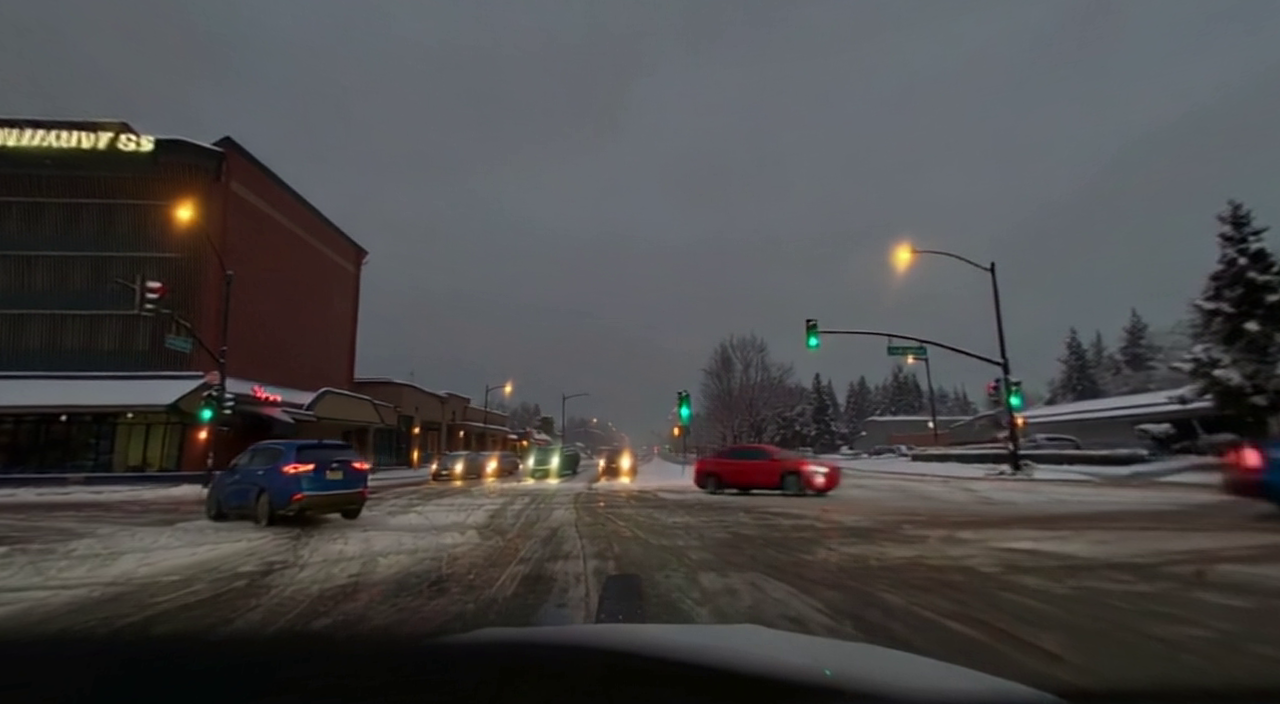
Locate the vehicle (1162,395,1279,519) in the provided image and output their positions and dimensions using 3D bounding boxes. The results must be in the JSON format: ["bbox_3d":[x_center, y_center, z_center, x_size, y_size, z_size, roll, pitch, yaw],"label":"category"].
[{"bbox_3d":[14.039,1.932,11.743,5.960,2.200,2.708,-4,-9,22],"label":"vehicle"}]

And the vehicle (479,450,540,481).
[{"bbox_3d":[-6.933,6.092,34.053,2.163,1.529,4.210,-1,-9,3],"label":"vehicle"}]

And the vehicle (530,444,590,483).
[{"bbox_3d":[-3.891,5.498,31.495,2.162,1.788,4.603,-1,-9,3],"label":"vehicle"}]

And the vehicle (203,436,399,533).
[{"bbox_3d":[-7.593,2.802,14.003,4.445,1.762,2.238,-8,-11,40],"label":"vehicle"}]

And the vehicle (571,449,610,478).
[{"bbox_3d":[-3.032,6.945,39.643,1.975,1.690,4.094,0,-9,2],"label":"vehicle"}]

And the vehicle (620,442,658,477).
[{"bbox_3d":[0.014,6.451,38.252,2.160,1.948,4.784,0,-9,2],"label":"vehicle"}]

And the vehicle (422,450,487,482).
[{"bbox_3d":[-10.148,6.239,34.921,2.005,1.596,4.342,-1,-9,4],"label":"vehicle"}]

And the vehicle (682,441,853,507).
[{"bbox_3d":[3.460,3.414,18.225,2.142,1.607,4.733,5,-10,-31],"label":"vehicle"}]
